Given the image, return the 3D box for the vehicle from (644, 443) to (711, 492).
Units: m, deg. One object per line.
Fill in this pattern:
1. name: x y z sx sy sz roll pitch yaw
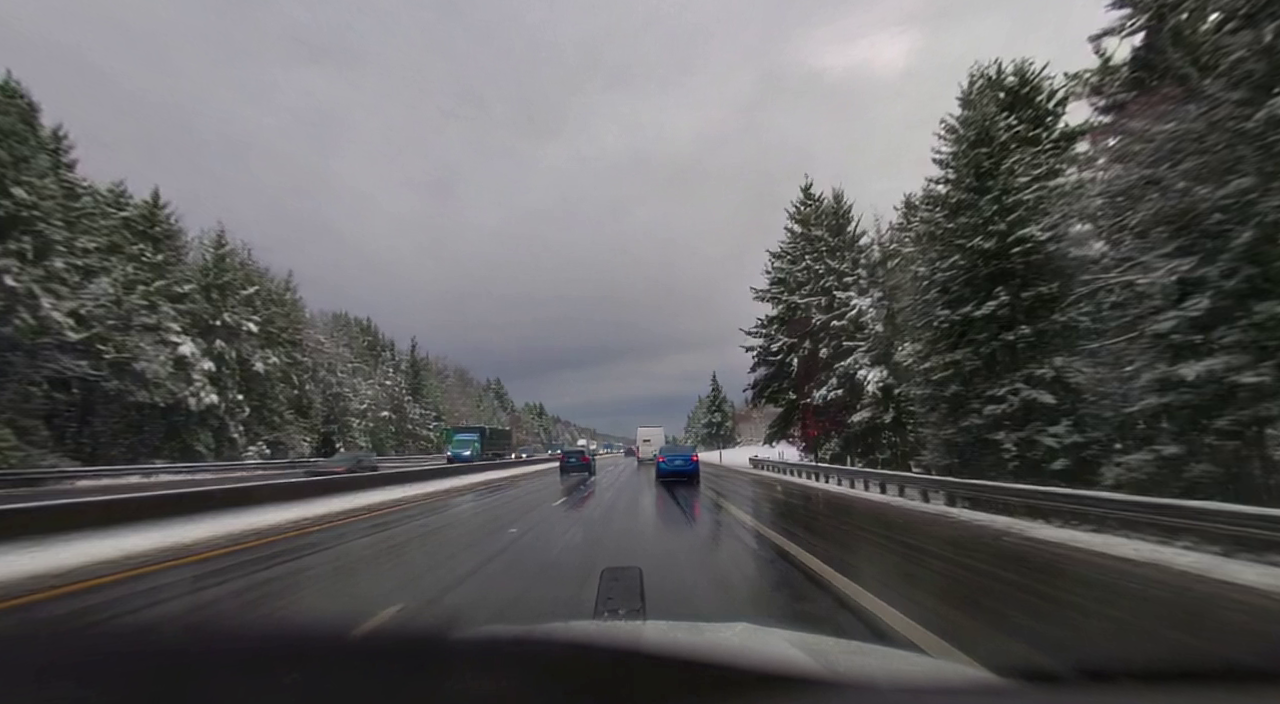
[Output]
1. vehicle: 1.161 3.810 21.074 2.012 1.485 3.649 0 -9 0

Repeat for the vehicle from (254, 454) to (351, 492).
1. vehicle: -15.146 5.434 28.620 1.829 1.492 4.389 -1 -9 2

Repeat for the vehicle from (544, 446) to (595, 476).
1. vehicle: -3.713 5.839 34.002 2.100 1.514 4.794 0 -9 1
